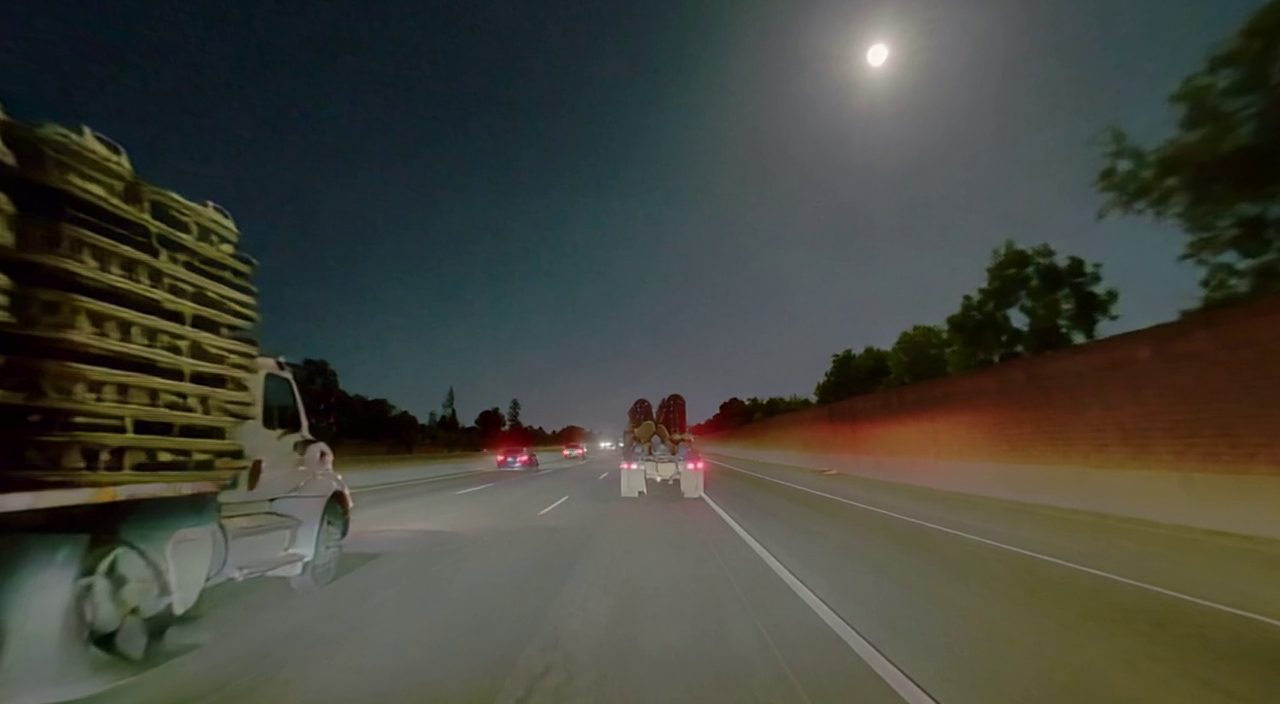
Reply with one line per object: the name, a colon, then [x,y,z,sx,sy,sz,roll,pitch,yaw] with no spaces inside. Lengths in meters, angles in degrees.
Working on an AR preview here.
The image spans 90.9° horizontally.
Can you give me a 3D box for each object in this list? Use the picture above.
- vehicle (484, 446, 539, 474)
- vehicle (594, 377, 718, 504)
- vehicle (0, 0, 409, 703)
vehicle: [-7.203,6.071,35.766,2.006,1.458,4.700,0,-8,2]
vehicle: [0.085,2.757,19.628,2.798,3.071,8.412,1,-8,-6]
vehicle: [-4.143,0.062,3.896,2.998,3.992,5.800,0,-8,2]
